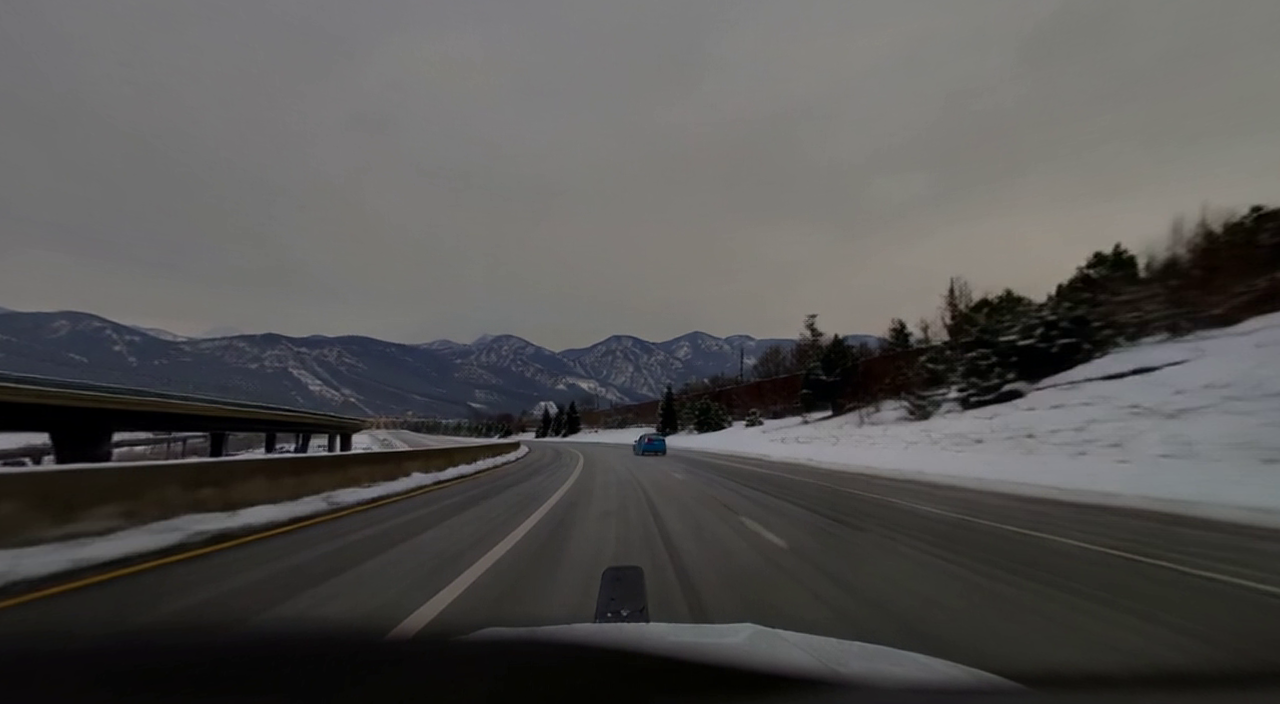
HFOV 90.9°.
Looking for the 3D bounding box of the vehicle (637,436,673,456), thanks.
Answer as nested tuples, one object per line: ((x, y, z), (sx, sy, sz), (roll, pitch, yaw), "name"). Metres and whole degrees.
((1.100, 7.279, 48.640), (1.985, 1.440, 4.466), (1, -8, -9), "vehicle")
